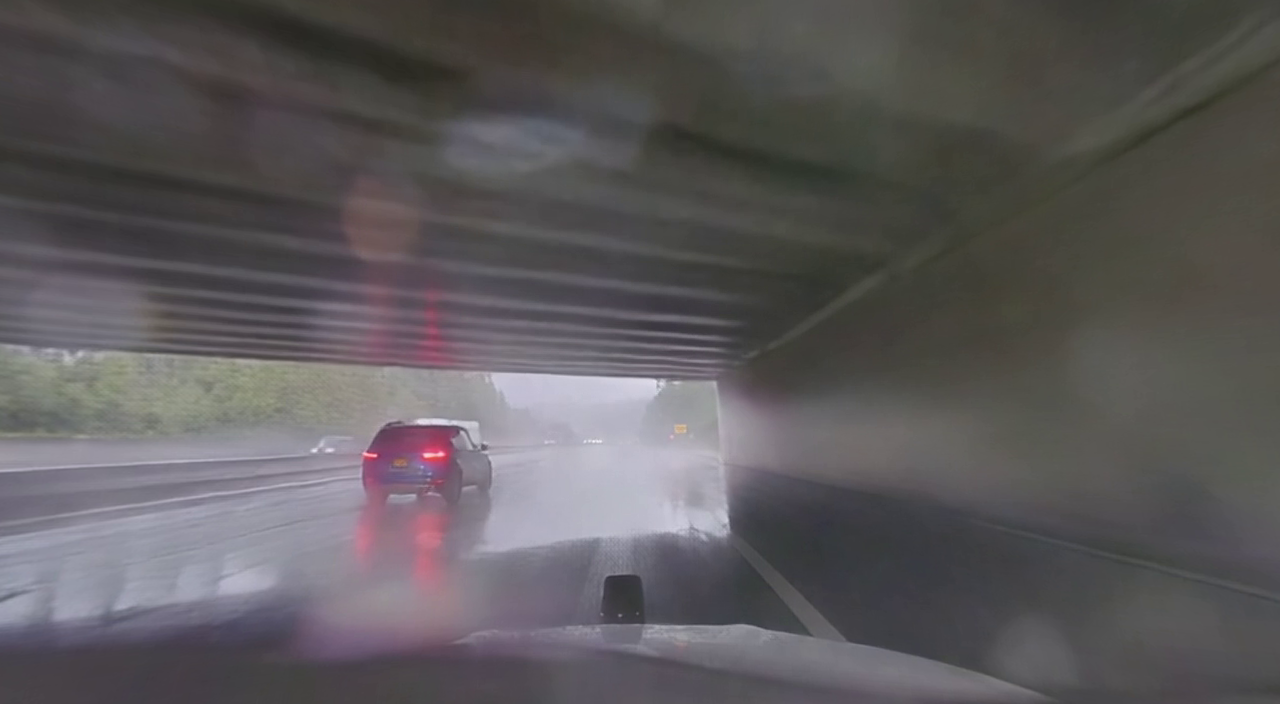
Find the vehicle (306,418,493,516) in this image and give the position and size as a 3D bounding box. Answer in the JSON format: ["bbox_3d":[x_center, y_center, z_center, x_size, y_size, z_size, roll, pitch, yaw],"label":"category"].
[{"bbox_3d":[-4.672,2.292,13.063,2.125,1.662,4.336,0,-8,0],"label":"vehicle"}]
